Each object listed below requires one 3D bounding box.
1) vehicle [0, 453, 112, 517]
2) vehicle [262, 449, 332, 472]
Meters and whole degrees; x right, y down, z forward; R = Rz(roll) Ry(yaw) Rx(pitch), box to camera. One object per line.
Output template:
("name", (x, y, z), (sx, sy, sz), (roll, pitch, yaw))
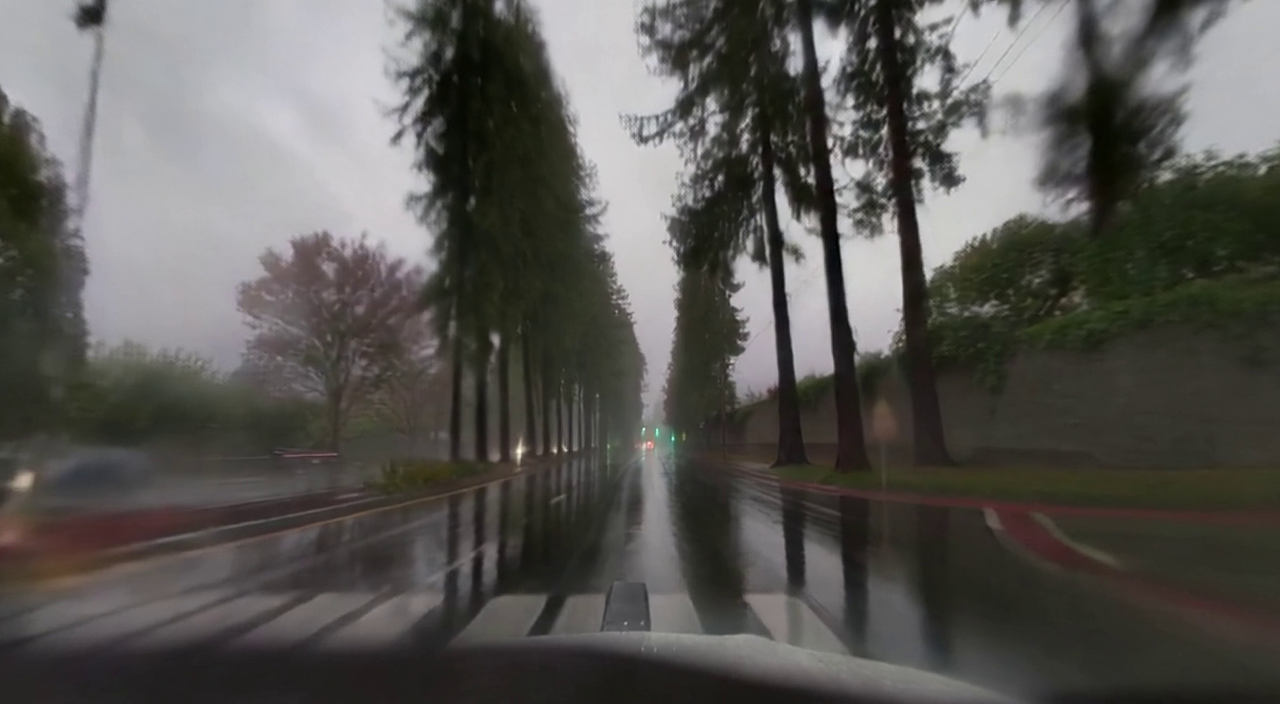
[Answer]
("vehicle", (-16.774, 3.482, 16.761), (1.926, 1.513, 4.132), (0, -8, -2))
("vehicle", (-25.781, 8.154, 47.465), (4.188, 1.536, 1.845), (0, -8, -3))
